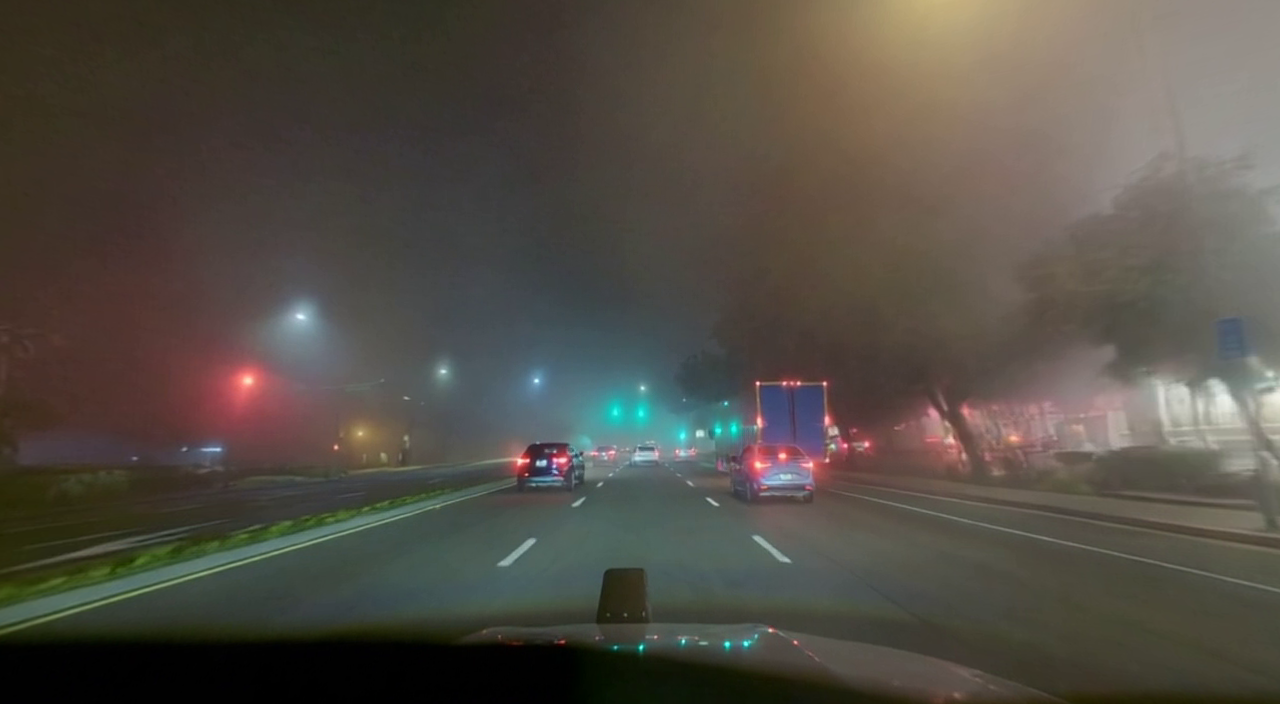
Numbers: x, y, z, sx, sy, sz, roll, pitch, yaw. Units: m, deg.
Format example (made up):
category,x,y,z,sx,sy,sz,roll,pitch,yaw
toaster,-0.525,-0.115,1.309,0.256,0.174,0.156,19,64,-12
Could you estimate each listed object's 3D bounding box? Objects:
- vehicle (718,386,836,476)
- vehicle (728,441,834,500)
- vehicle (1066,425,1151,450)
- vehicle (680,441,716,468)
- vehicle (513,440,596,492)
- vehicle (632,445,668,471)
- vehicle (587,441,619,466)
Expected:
category,x,y,z,sx,sy,sz,roll,pitch,yaw
vehicle,7.623,5.040,38.815,3.383,4.268,17.469,0,-8,0
vehicle,3.813,3.254,17.820,1.972,1.452,4.189,0,-8,0
vehicle,36.455,6.694,49.133,5.045,1.644,1.906,-3,-8,-2
vehicle,3.880,6.936,42.739,2.050,1.683,3.990,0,-8,0
vehicle,-2.703,3.718,21.000,2.003,1.509,4.396,-1,-8,2
vehicle,0.525,6.364,38.079,2.020,1.461,4.326,0,-8,-1
vehicle,-2.771,7.801,48.680,2.137,1.796,4.304,0,-8,1
